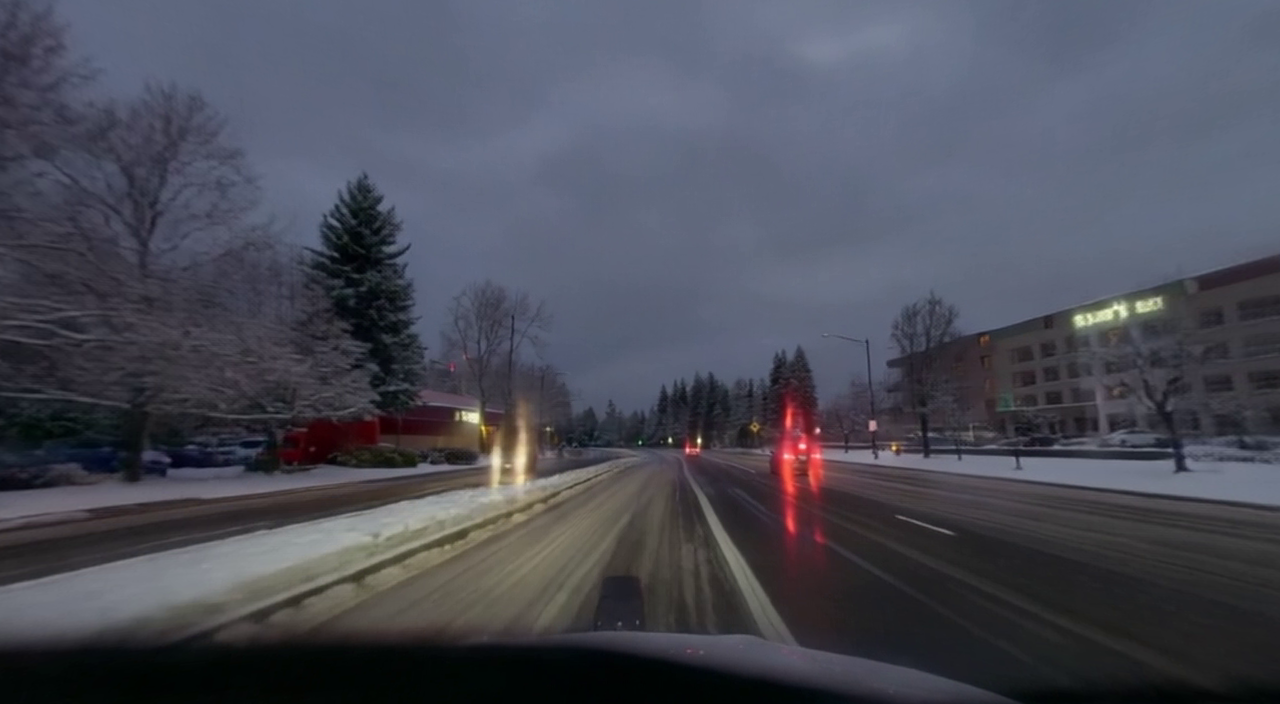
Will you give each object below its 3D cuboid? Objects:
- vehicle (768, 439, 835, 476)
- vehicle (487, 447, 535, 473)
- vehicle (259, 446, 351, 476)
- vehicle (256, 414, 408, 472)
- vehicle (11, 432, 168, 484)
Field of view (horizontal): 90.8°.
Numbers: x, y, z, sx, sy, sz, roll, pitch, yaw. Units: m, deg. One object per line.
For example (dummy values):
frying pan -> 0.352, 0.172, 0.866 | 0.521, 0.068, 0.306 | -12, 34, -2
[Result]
vehicle -> 7.644, 5.038, 30.354 | 2.181, 1.639, 4.127 | 0, -8, 1
vehicle -> -7.948, 6.675, 39.319 | 1.865, 1.503, 4.375 | -1, -8, 3
vehicle -> -18.737, 6.096, 35.405 | 4.259, 1.396, 1.815 | -4, -8, 6
vehicle -> -19.797, 5.901, 40.976 | 8.324, 3.550, 2.670 | 0, -9, 1
vehicle -> -26.353, 5.104, 30.393 | 5.472, 2.114, 2.482 | -3, -9, 5
